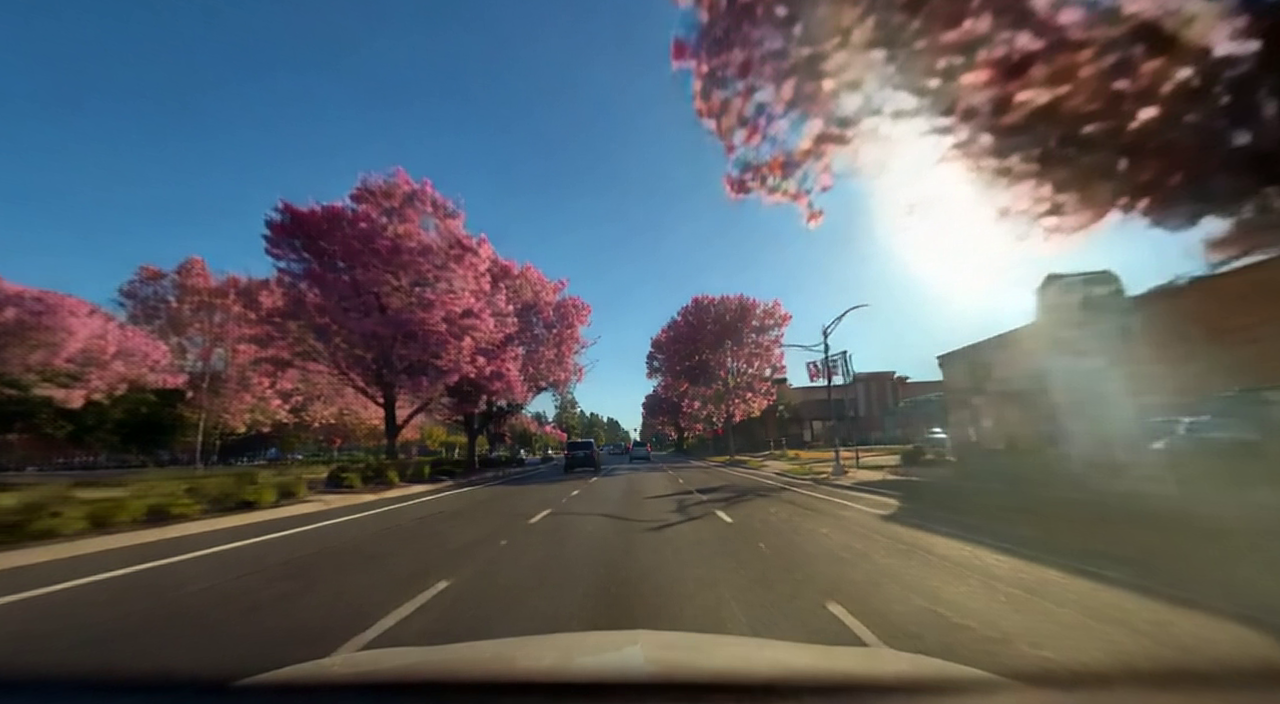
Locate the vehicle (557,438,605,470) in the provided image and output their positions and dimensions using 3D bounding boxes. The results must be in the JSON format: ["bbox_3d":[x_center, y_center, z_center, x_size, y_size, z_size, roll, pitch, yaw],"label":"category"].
[{"bbox_3d":[-3.620,6.407,39.533,2.453,1.844,4.751,0,-8,1],"label":"vehicle"}]

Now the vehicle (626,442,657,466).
[{"bbox_3d":[0.094,7.547,46.504,2.149,1.701,4.379,0,-8,0],"label":"vehicle"}]

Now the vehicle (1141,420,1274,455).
[{"bbox_3d":[25.301,3.887,28.234,1.728,1.443,4.505,0,-8,-1],"label":"vehicle"}]
